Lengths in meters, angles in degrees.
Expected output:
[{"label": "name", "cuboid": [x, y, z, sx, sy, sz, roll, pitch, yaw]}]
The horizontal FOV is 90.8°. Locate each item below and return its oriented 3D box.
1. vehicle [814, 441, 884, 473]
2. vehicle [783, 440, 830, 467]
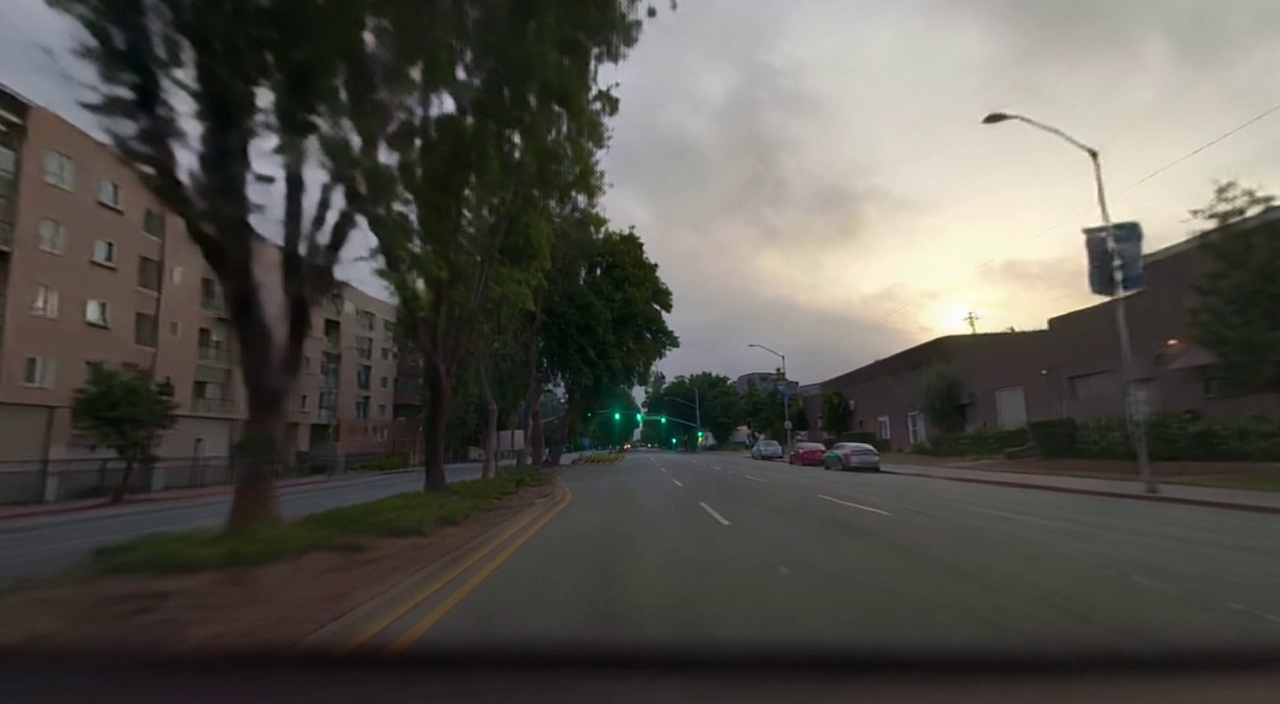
[{"label": "vehicle", "cuboid": [10.319, 5.206, 31.553, 1.956, 1.462, 4.306, 0, -9, -1]}, {"label": "vehicle", "cuboid": [10.396, 6.368, 39.714, 1.889, 1.631, 4.021, 0, -9, 0]}]
